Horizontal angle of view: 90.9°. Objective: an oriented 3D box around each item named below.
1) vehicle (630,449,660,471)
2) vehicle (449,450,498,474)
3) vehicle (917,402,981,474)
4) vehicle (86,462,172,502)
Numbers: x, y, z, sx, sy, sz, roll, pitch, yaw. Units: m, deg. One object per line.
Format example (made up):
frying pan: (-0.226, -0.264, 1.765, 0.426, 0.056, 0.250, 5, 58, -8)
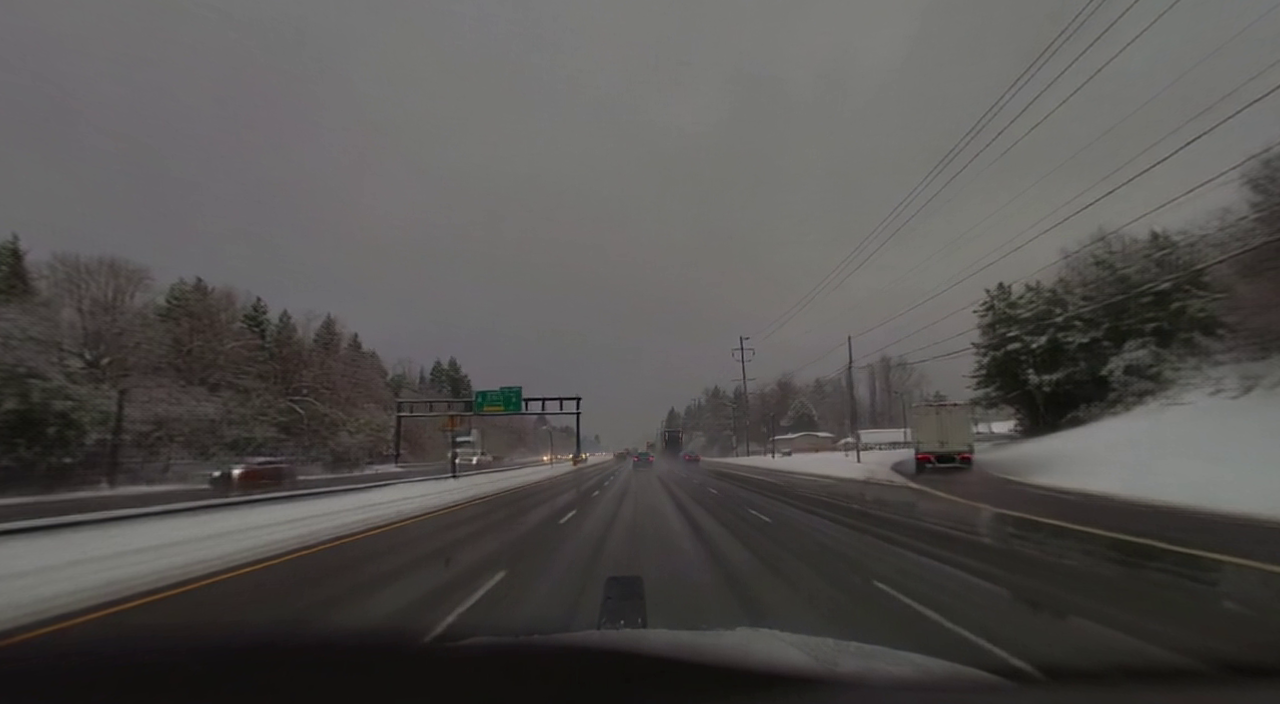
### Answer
vehicle: (0.383, 8.072, 47.291, 2.111, 1.599, 3.859, 0, -9, 1)
vehicle: (-11.231, 7.423, 42.863, 1.950, 1.505, 4.757, 0, -9, 1)
vehicle: (20.922, 5.947, 43.028, 3.327, 4.408, 8.189, -4, -10, 24)
vehicle: (-33.418, 8.454, 41.481, 2.029, 2.231, 6.297, 3, -9, -17)
